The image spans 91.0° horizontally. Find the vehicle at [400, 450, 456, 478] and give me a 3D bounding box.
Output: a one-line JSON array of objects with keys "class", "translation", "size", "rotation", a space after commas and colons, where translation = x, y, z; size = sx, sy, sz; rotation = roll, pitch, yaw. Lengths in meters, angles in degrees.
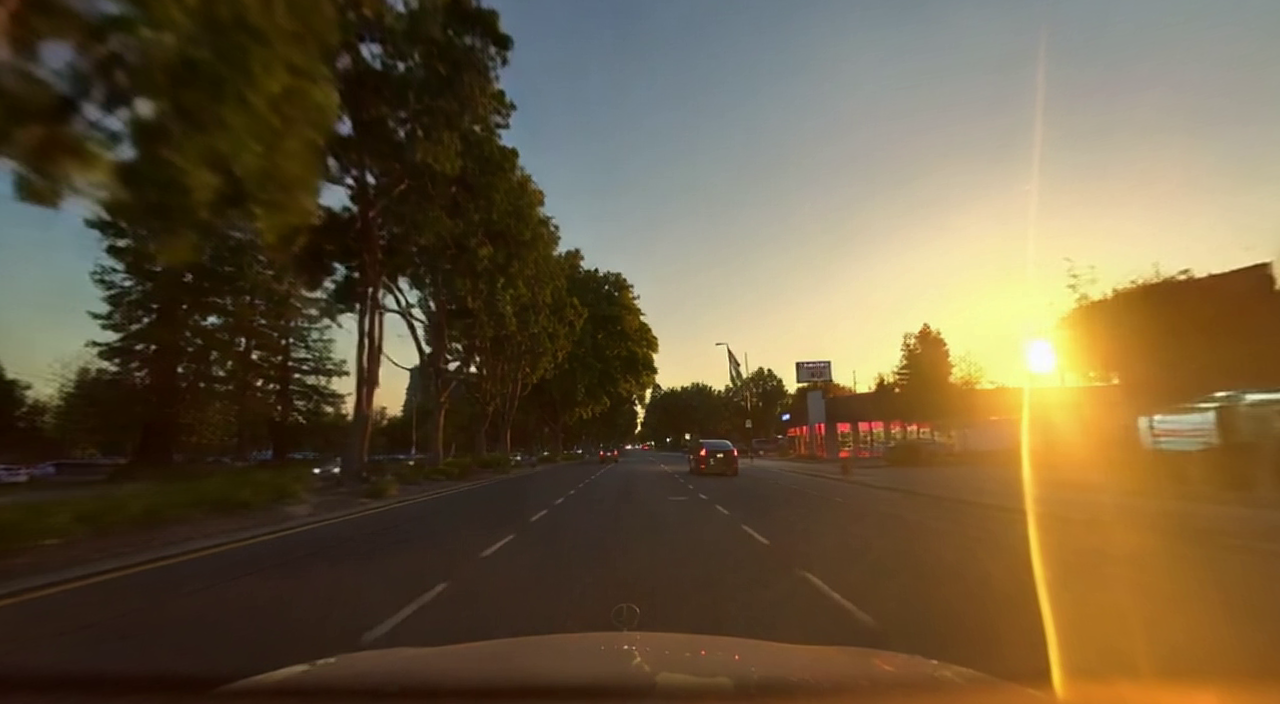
[{"class": "vehicle", "translation": [-12.807, 6.773, 38.284], "size": [1.921, 1.520, 4.231], "rotation": [0, -8, 0]}]

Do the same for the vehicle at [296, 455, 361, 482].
[{"class": "vehicle", "translation": [-19.848, 7.414, 40.330], "size": [1.881, 1.497, 4.488], "rotation": [0, -8, 0]}]

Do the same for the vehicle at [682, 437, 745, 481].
[{"class": "vehicle", "translation": [3.073, 4.563, 27.158], "size": [2.083, 1.743, 4.354], "rotation": [0, -8, -1]}]
